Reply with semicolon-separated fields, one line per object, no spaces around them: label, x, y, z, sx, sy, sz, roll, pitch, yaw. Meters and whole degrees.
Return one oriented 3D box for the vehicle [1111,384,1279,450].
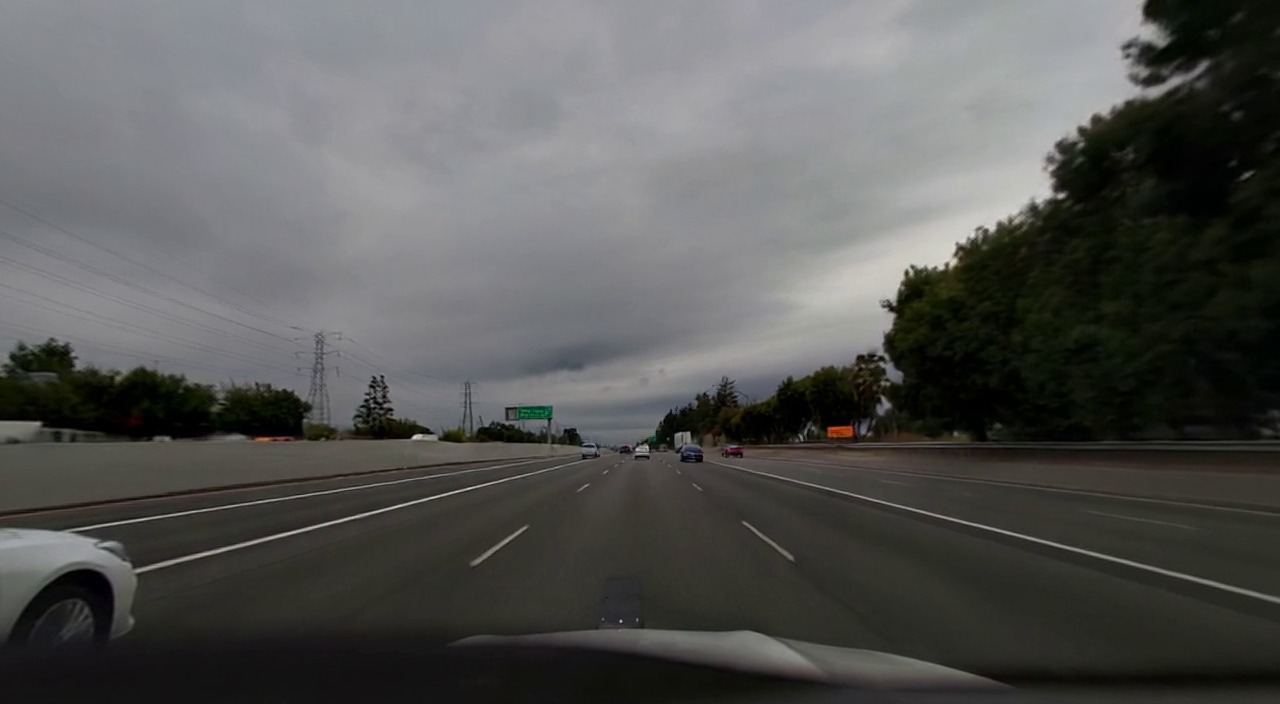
vehicle;42.177;5.079;46.284;2.955;4.183;15.830;0;-9;0

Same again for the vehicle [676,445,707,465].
vehicle;3.972;8.021;49.256;2.076;1.506;4.050;0;-9;1
